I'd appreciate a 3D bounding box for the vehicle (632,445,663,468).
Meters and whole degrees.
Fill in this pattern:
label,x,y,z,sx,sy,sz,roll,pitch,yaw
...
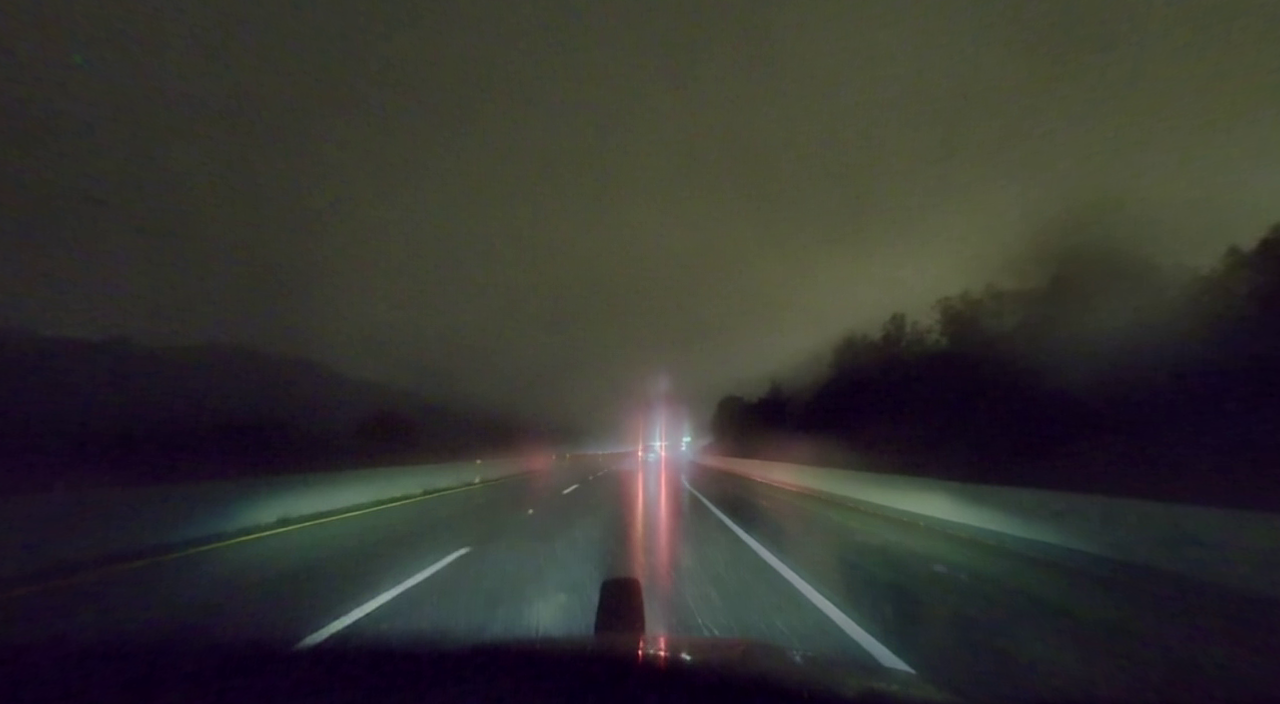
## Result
label,x,y,z,sx,sy,sz,roll,pitch,yaw
vehicle,0.598,7.837,47.526,2.221,1.603,4.149,0,-9,1
